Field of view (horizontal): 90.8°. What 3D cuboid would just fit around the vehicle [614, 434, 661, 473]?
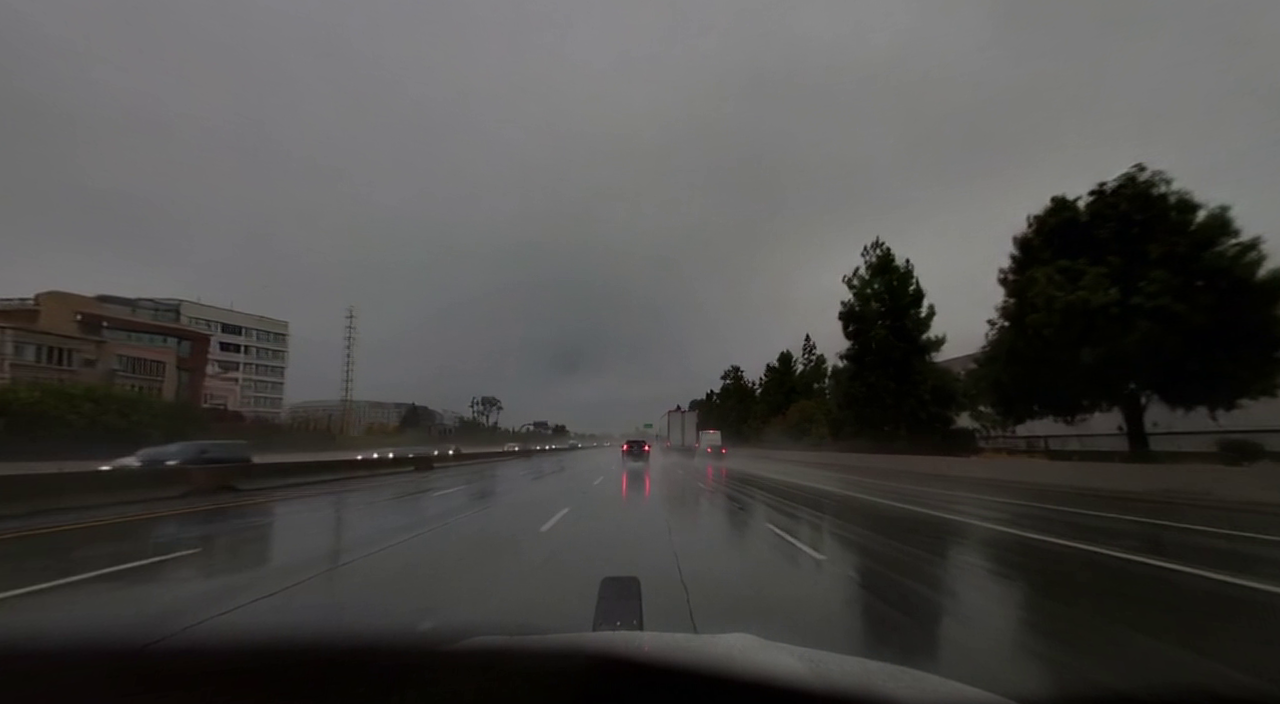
[{"bbox_3d":[-0.171,5.375,33.621,2.297,1.912,4.355,0,-8,-1],"label":"vehicle"}]

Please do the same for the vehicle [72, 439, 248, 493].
[{"bbox_3d":[-17.907,4.256,24.091,2.226,1.790,5.699,0,-8,0],"label":"vehicle"}]
